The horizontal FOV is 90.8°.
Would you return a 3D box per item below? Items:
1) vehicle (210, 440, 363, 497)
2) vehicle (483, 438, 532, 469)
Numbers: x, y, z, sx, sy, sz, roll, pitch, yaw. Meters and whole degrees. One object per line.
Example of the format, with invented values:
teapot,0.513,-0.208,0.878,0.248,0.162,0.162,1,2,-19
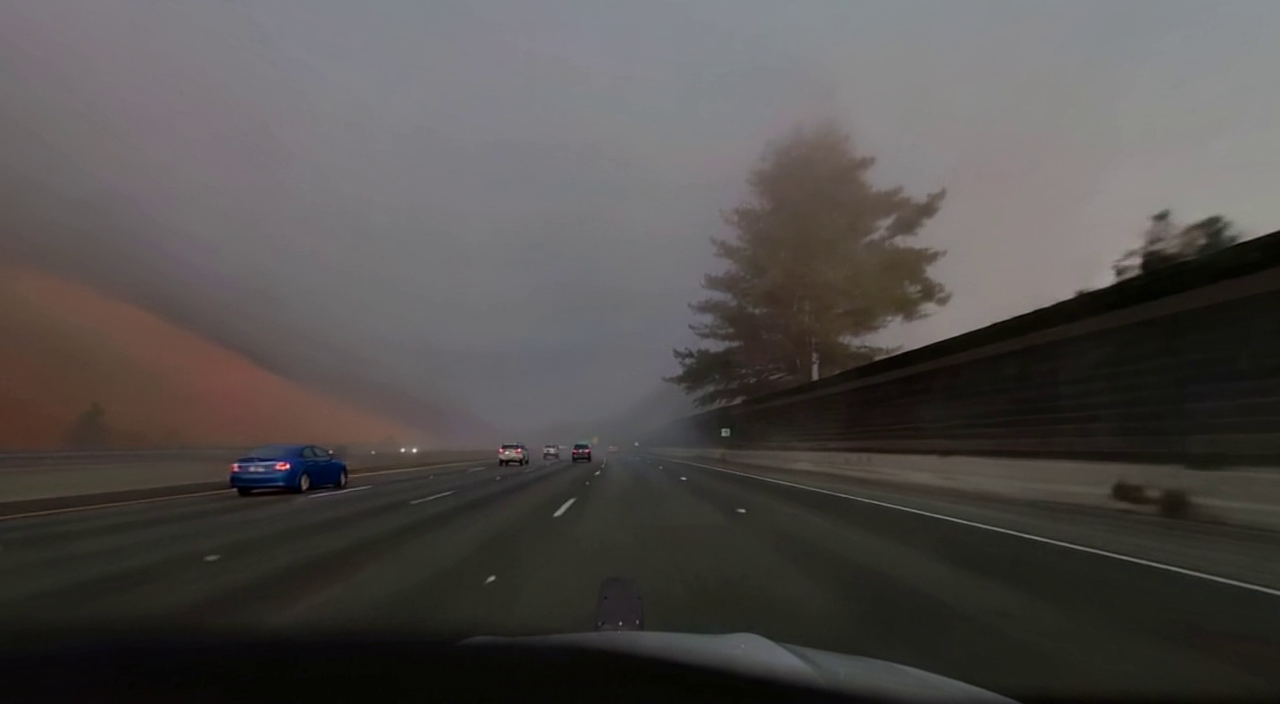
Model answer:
vehicle,-10.401,3.444,19.112,1.949,1.475,4.740,0,-9,-1
vehicle,-8.015,6.224,38.765,2.074,1.768,4.805,0,-9,-2
